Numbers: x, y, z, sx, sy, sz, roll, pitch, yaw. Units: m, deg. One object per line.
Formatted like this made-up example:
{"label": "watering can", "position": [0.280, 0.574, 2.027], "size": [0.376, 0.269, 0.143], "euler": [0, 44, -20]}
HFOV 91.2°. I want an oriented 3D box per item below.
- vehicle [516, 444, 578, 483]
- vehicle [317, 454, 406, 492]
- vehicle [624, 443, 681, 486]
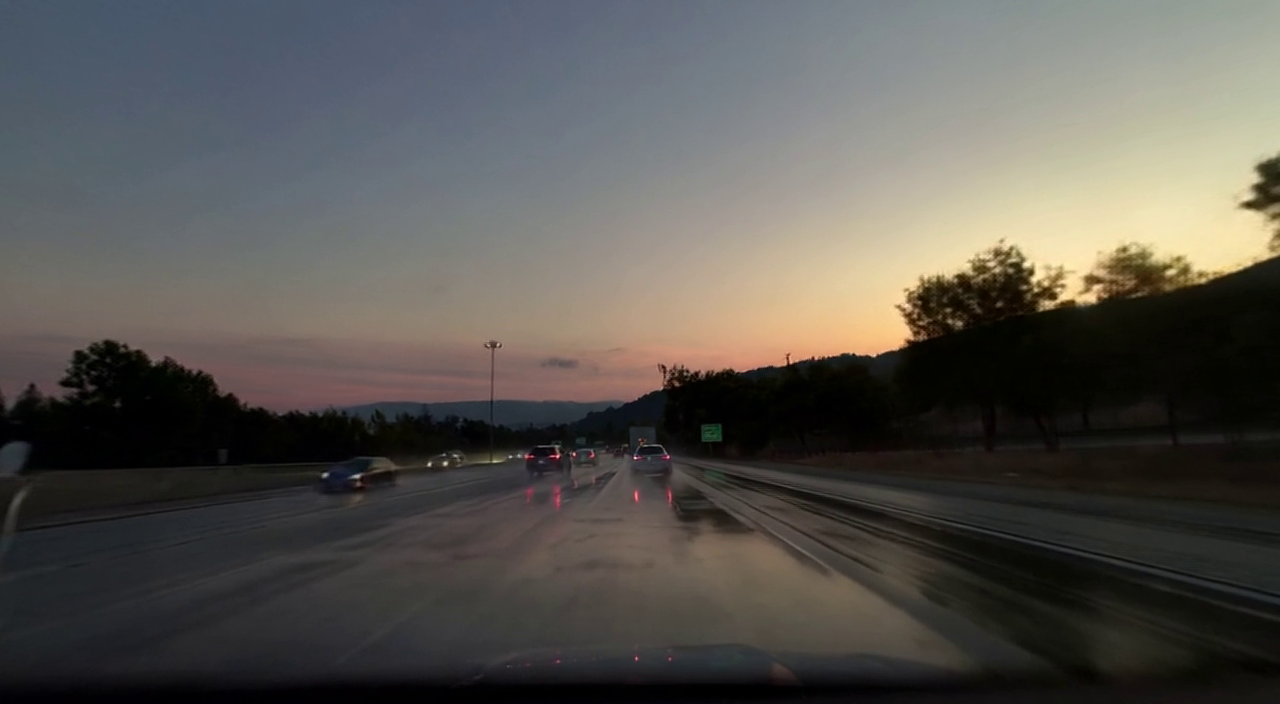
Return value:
{"label": "vehicle", "position": [-3.875, 4.762, 26.983], "size": [1.940, 1.502, 4.463], "euler": [-1, -9, 1]}
{"label": "vehicle", "position": [-12.483, 5.443, 28.467], "size": [1.954, 1.514, 4.517], "euler": [-1, -9, 0]}
{"label": "vehicle", "position": [0.416, 4.366, 24.616], "size": [2.015, 1.526, 4.286], "euler": [0, -9, -1]}
